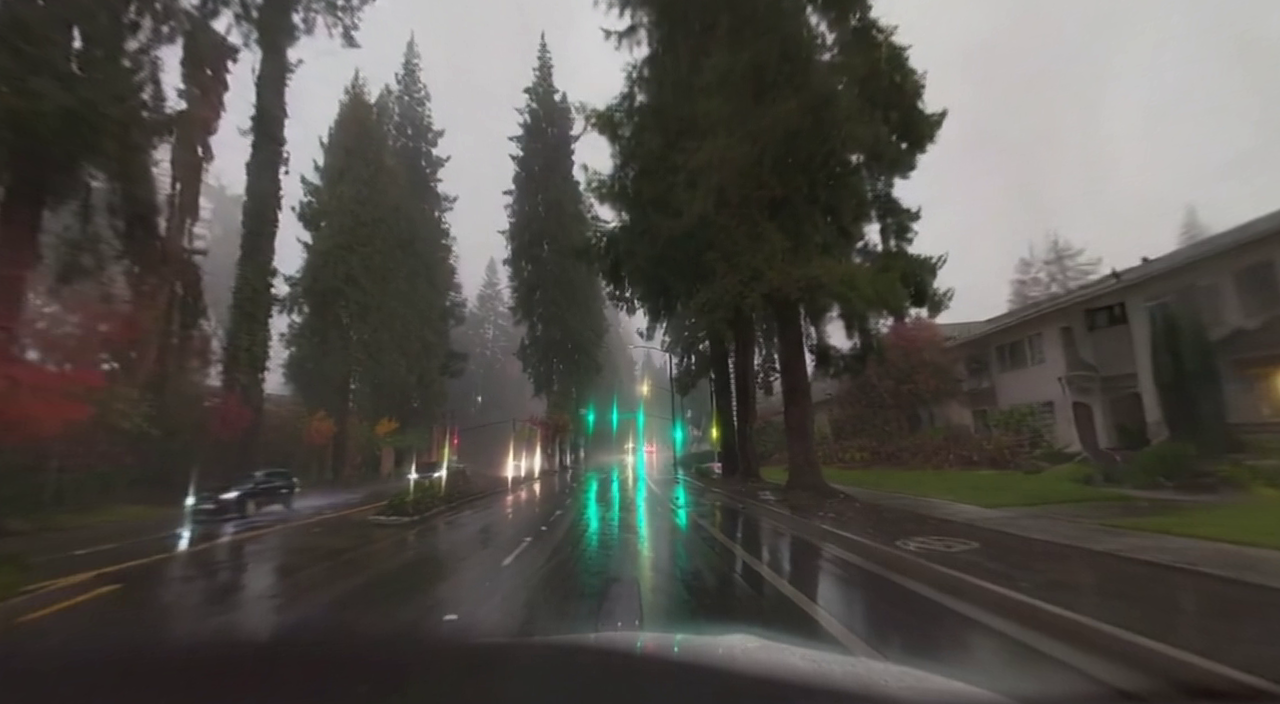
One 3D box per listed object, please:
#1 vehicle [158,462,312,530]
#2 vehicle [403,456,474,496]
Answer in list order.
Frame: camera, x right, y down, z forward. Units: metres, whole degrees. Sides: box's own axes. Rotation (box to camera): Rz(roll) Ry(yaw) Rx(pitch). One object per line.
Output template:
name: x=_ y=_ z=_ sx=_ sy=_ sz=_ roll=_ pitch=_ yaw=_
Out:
vehicle: x=-12.679 y=4.493 z=20.148 sx=1.979 sy=1.757 sz=4.514 roll=0 pitch=-8 yaw=-2
vehicle: x=-9.661 y=5.951 z=30.556 sx=1.984 sy=1.646 sz=4.529 roll=0 pitch=-8 yaw=-1
